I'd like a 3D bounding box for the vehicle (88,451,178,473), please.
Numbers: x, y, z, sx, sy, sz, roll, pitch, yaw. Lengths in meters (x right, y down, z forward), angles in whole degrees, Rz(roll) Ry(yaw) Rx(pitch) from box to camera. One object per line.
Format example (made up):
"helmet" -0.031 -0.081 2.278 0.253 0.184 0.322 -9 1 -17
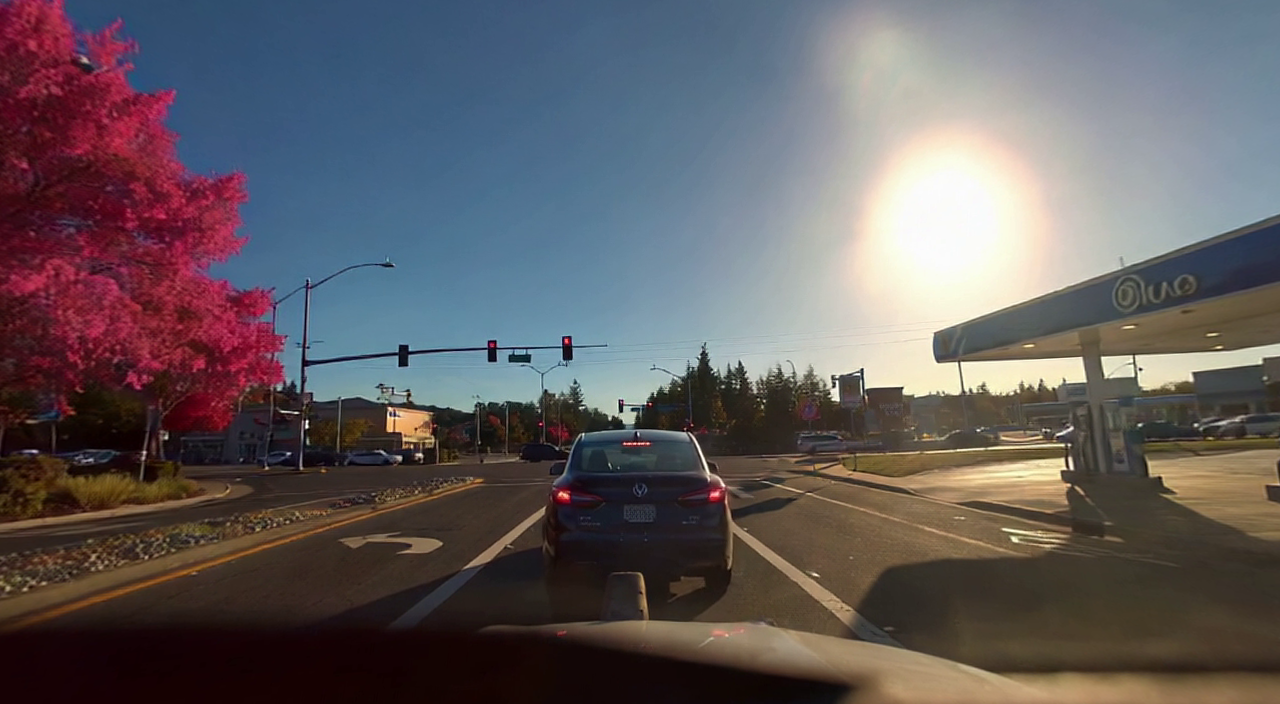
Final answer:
"vehicle" -36.918 7.972 46.030 1.889 1.455 4.813 -2 -9 15

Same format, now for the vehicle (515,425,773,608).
"vehicle" 0.010 1.652 7.275 2.112 1.482 4.057 0 -8 -1

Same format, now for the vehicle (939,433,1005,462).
"vehicle" 18.385 5.275 34.838 2.053 1.495 4.091 -8 -12 43

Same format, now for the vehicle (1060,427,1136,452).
"vehicle" 34.748 6.610 47.856 4.294 1.557 1.744 -4 -7 1

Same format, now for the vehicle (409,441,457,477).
"vehicle" -11.461 5.930 35.244 2.019 1.867 4.660 2 -8 -12

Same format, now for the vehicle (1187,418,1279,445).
"vehicle" 36.318 4.895 38.483 1.848 1.581 4.475 0 -8 2

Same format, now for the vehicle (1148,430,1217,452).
"vehicle" 40.948 6.737 47.649 3.573 1.432 1.604 -3 -8 3
